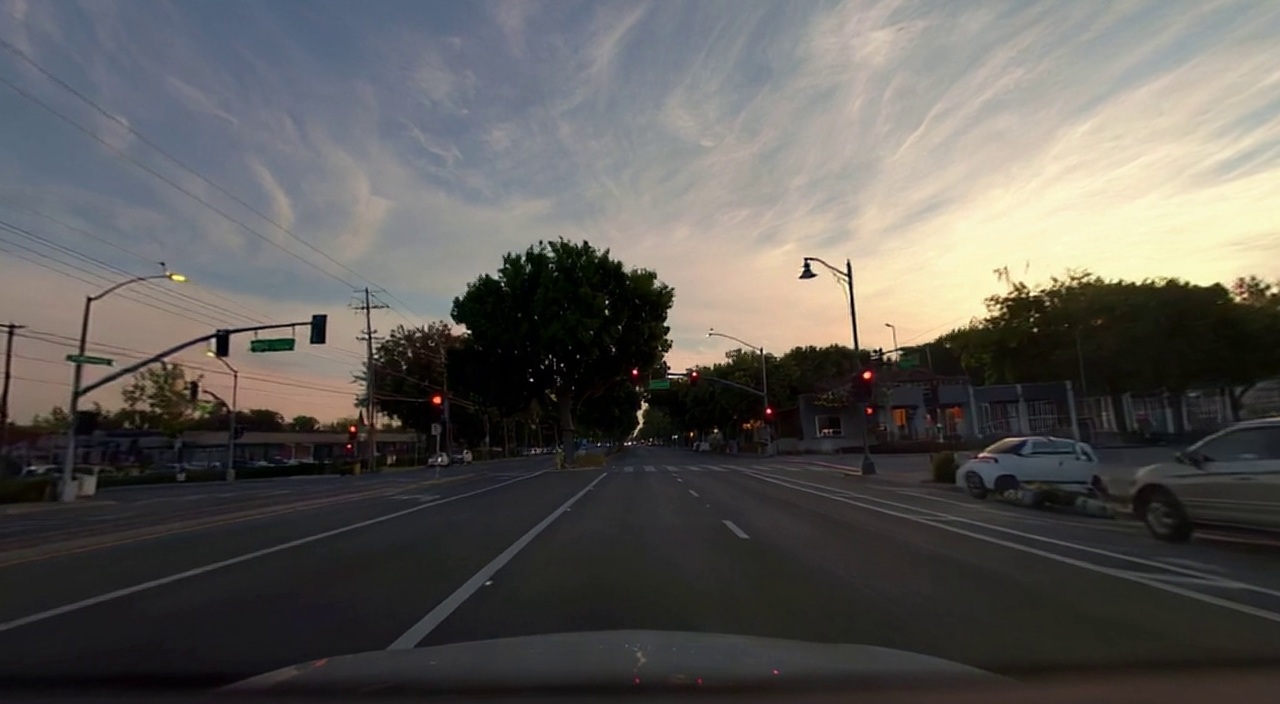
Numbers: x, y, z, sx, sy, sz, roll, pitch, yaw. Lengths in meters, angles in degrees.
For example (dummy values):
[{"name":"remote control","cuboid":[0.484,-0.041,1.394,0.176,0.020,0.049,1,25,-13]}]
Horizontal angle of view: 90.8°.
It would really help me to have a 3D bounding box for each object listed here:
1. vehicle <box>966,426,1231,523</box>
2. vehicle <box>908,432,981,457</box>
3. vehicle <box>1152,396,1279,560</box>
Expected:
[{"name":"vehicle","cuboid":[8.147,2.198,11.828,1.943,1.485,3.984,0,-8,0]},{"name":"vehicle","cuboid":[21.964,6.706,45.673,4.323,1.746,1.872,0,-8,-3]},{"name":"vehicle","cuboid":[7.932,1.233,5.998,2.063,1.749,4.776,0,-8,0]}]
